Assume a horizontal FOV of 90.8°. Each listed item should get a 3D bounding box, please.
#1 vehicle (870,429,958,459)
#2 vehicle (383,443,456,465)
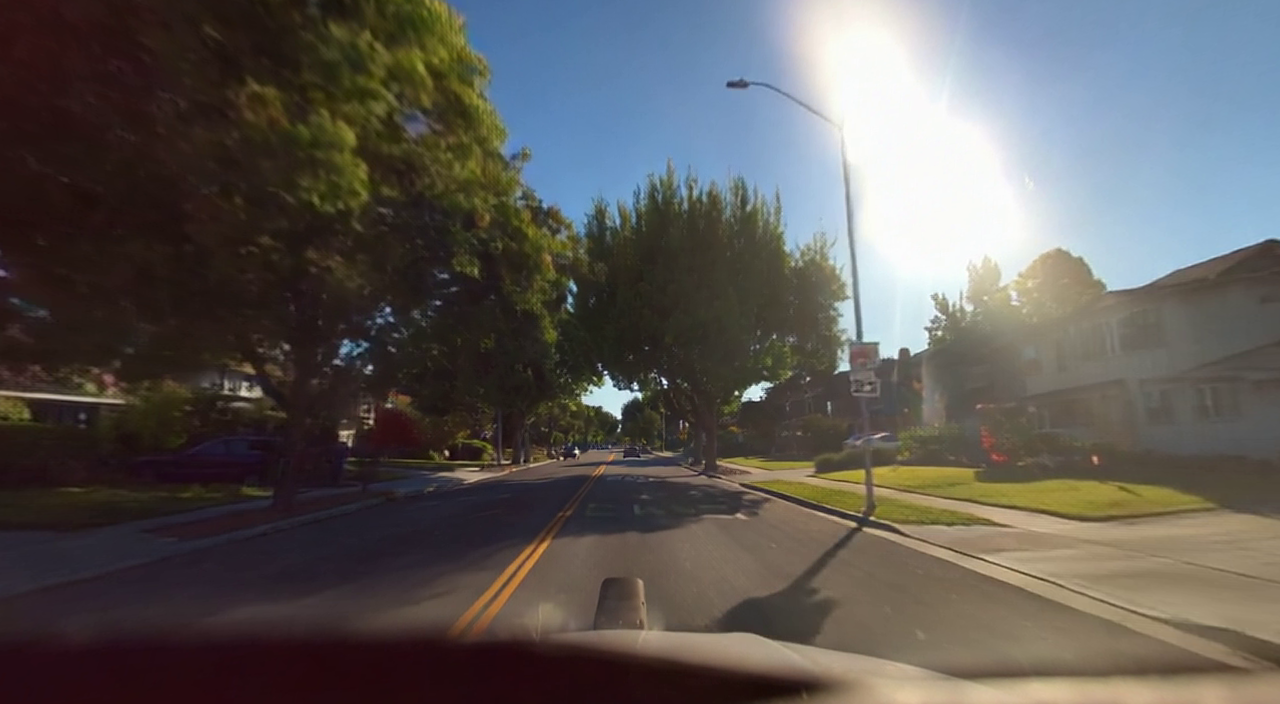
[{"bbox_3d":[15.993,5.383,37.006,4.198,1.697,1.984,1,-9,-5],"label":"vehicle"},{"bbox_3d":[-15.264,7.108,43.918,4.388,1.449,1.882,0,-9,-2],"label":"vehicle"}]
